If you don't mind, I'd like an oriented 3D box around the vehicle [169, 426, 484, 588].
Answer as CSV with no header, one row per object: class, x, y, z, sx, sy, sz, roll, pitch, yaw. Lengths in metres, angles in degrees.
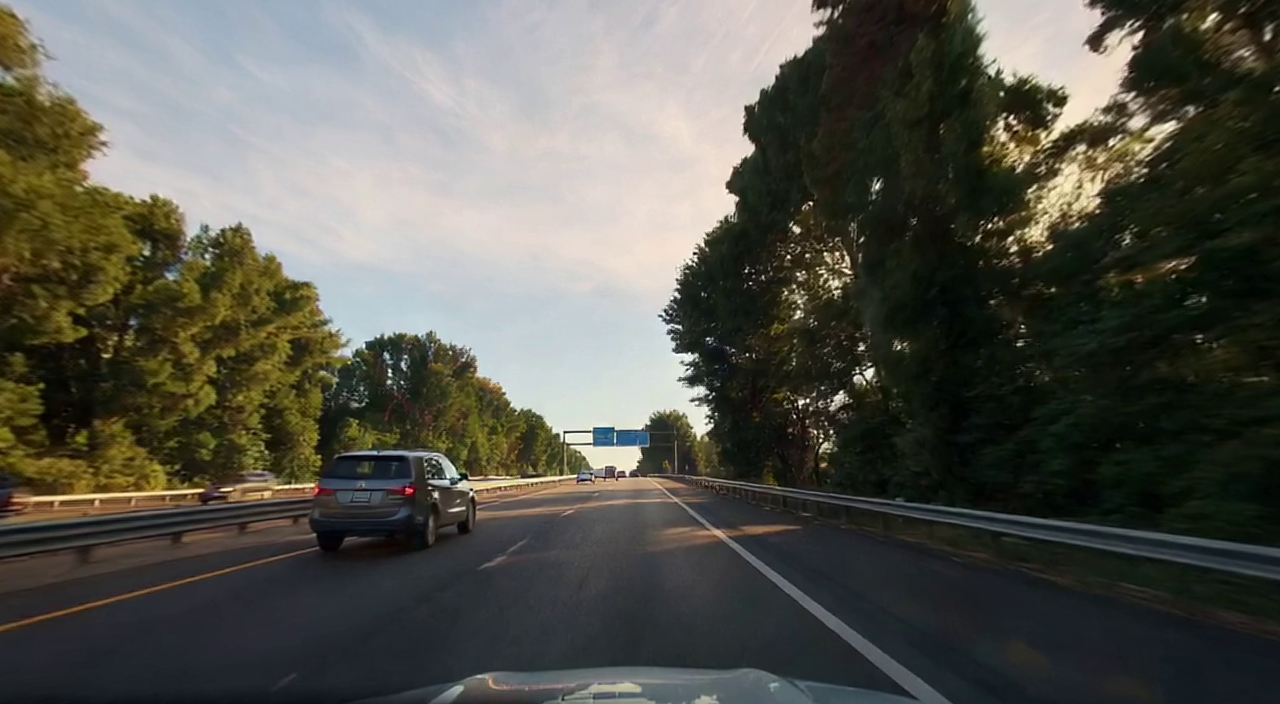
vehicle,-3.905,2.076,9.039,2.107,1.668,4.554,1,-11,0
